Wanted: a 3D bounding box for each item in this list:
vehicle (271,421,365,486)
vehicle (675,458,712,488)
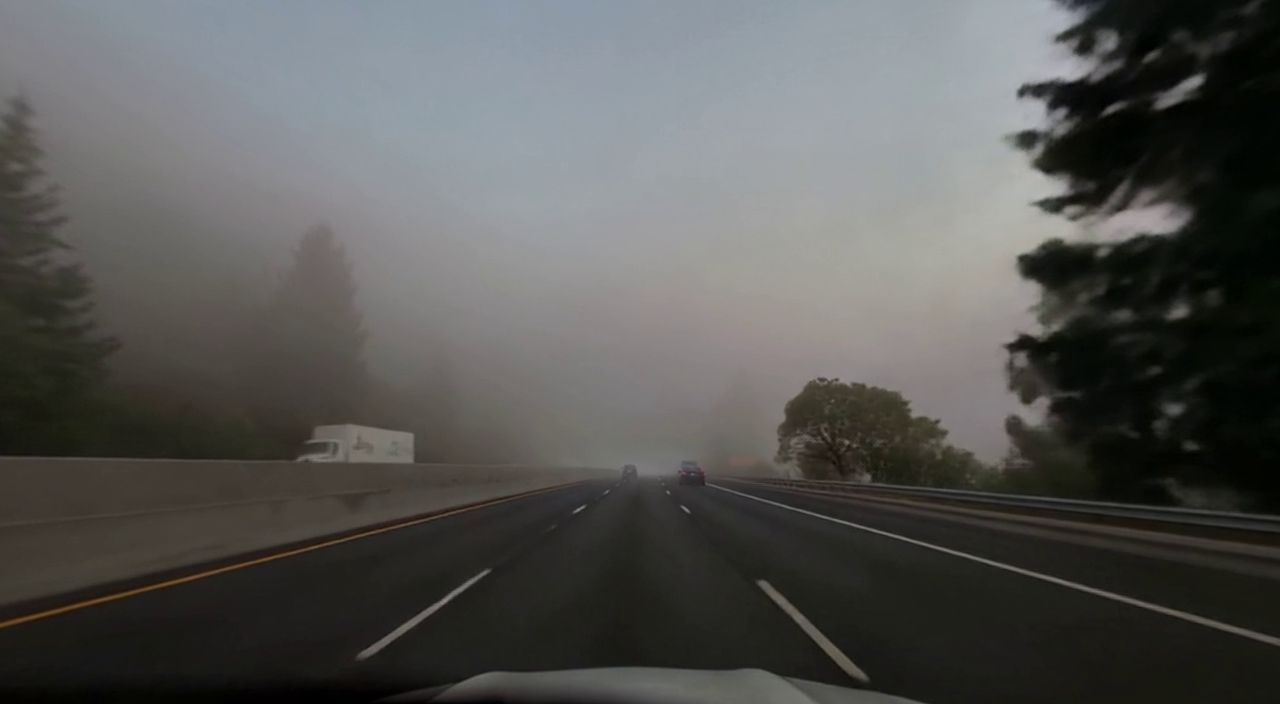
[{"bbox_3d":[-21.733,6.991,42.978,3.009,4.028,5.845,1,-10,1],"label":"vehicle"},{"bbox_3d":[3.615,8.304,43.398,2.093,1.933,4.623,1,-10,0],"label":"vehicle"}]
